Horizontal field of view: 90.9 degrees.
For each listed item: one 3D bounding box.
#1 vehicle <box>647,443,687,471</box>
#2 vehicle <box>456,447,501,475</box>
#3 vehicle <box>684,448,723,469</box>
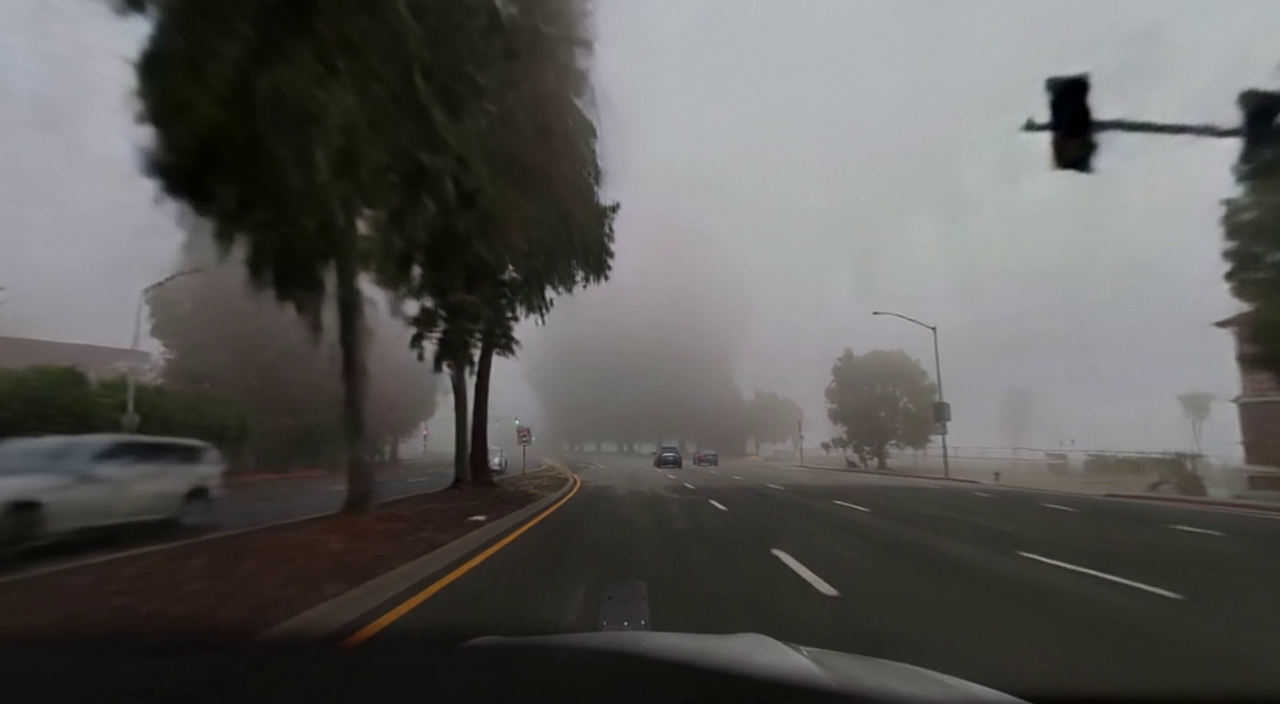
[{"bbox_3d":[1.832,7.233,43.697,2.046,1.818,4.603,1,-9,-7],"label":"vehicle"},{"bbox_3d":[-9.903,6.711,38.959,2.002,1.612,4.436,0,-9,-5],"label":"vehicle"},{"bbox_3d":[4.821,8.140,48.286,1.969,1.522,4.609,1,-9,-7],"label":"vehicle"}]
